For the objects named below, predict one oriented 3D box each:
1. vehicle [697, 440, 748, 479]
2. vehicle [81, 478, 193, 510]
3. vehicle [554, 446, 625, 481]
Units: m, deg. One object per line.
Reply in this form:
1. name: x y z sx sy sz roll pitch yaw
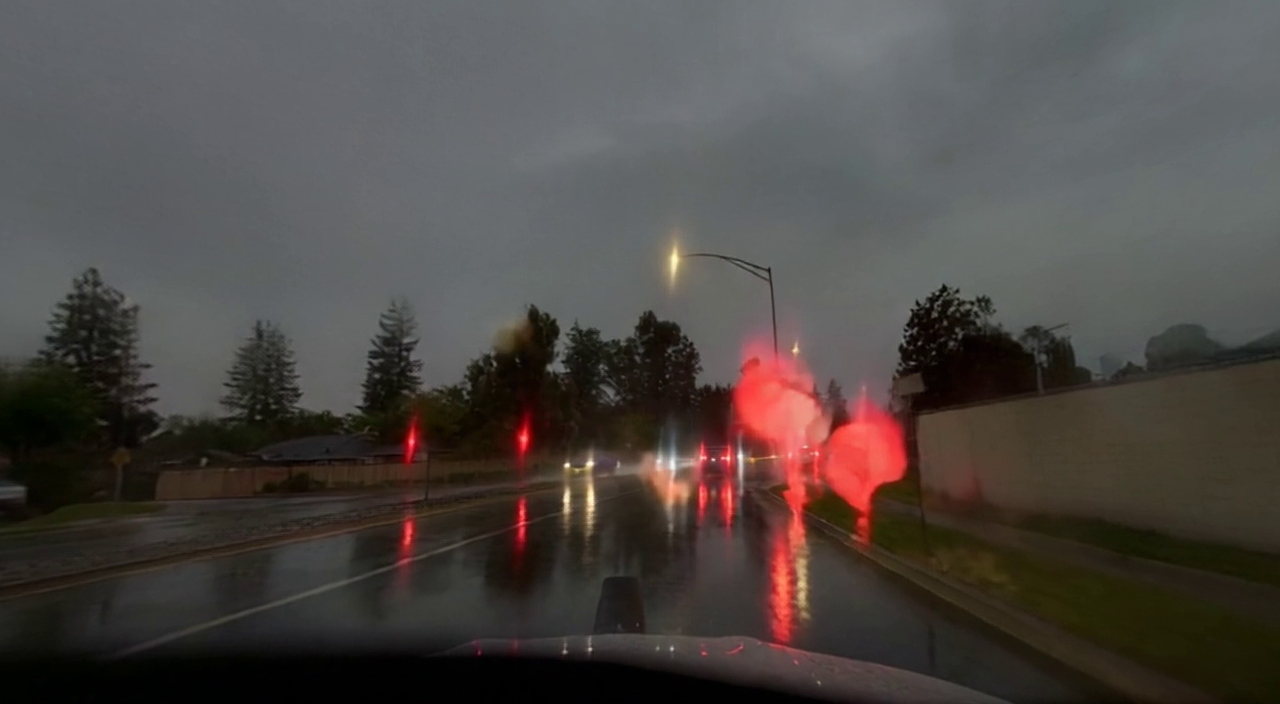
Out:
1. vehicle: 4.441 5.613 33.225 2.059 1.908 4.714 -2 -9 14
2. vehicle: -31.096 8.769 39.056 4.697 1.691 2.486 1 -9 -5
3. vehicle: -3.156 7.245 41.489 2.369 2.041 6.995 -3 -9 16
